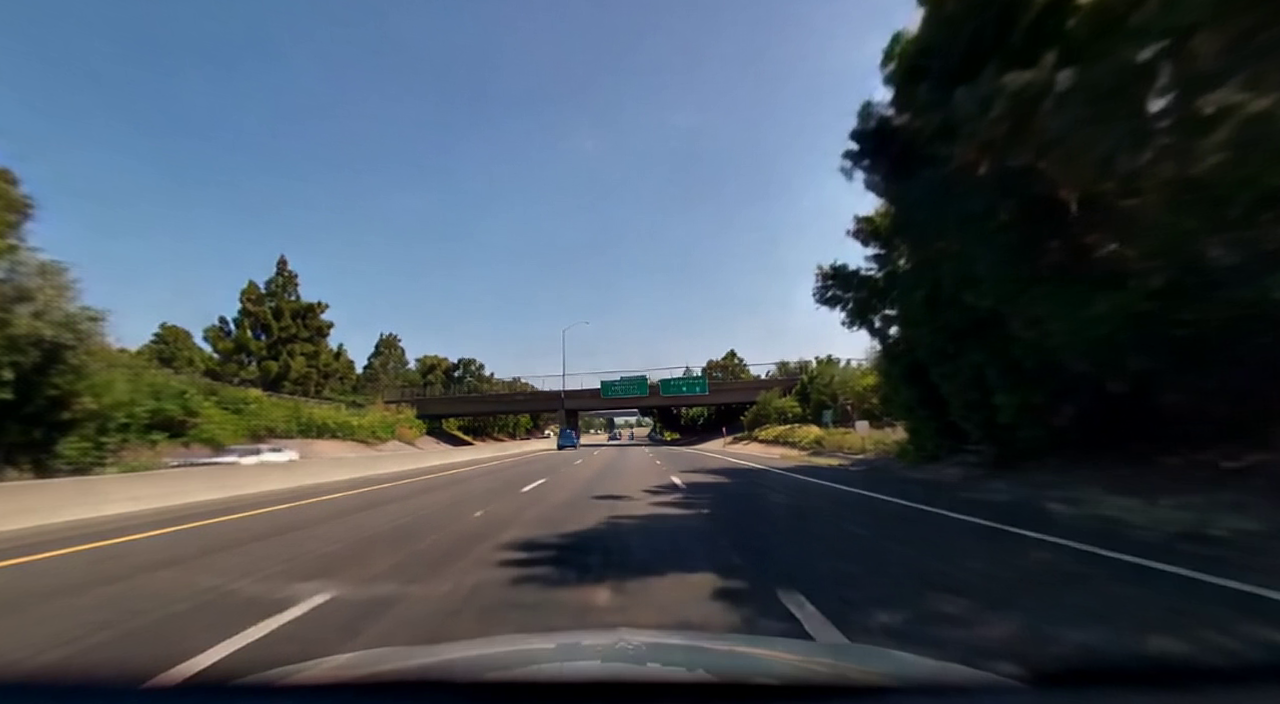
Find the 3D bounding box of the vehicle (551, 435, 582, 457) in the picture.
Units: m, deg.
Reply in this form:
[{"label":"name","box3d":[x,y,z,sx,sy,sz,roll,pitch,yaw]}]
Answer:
[{"label":"vehicle","box3d":[-5.294,6.783,45.654,1.871,1.489,4.093,0,-8,-1]}]

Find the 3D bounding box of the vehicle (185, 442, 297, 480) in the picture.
[{"label":"vehicle","box3d":[-17.308,4.716,27.618,1.913,1.480,4.586,0,-8,0]}]
